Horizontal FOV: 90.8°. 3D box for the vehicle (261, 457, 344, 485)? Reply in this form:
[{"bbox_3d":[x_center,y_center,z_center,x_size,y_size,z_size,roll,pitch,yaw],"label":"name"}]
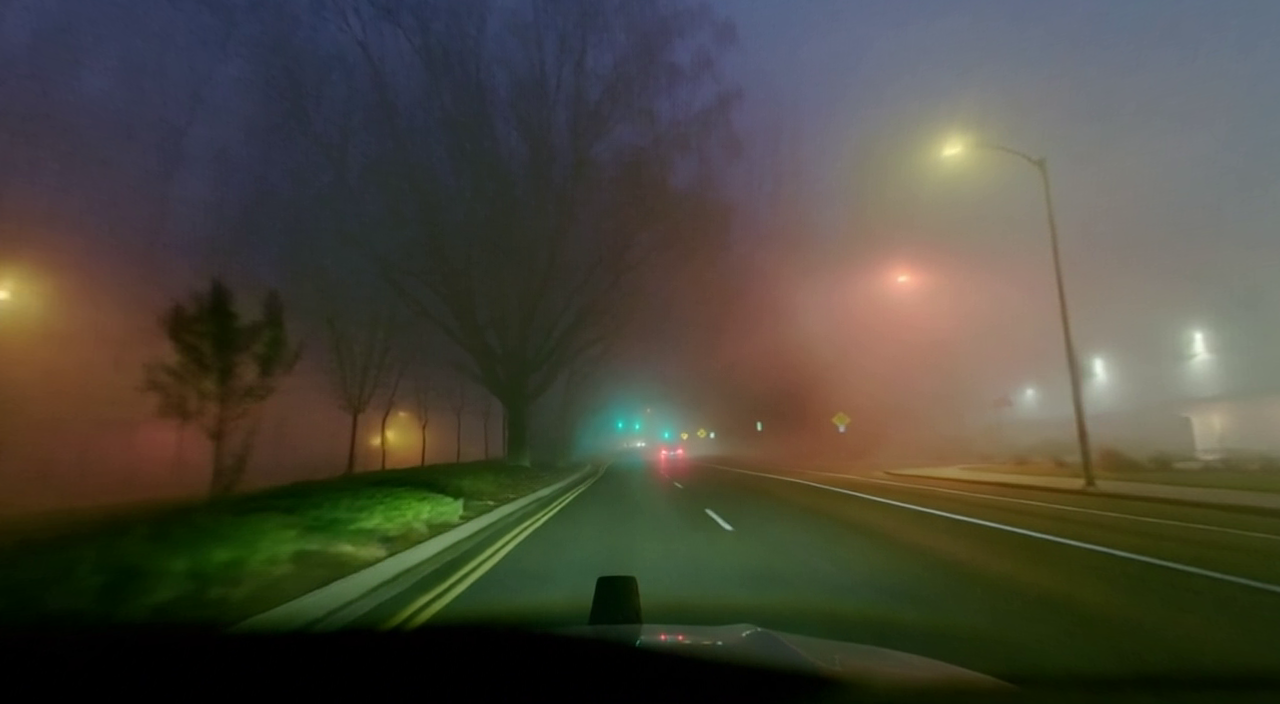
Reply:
[{"bbox_3d":[-18.997,6.729,35.821,2.637,1.401,3.741,1,-9,0],"label":"vehicle"}]
